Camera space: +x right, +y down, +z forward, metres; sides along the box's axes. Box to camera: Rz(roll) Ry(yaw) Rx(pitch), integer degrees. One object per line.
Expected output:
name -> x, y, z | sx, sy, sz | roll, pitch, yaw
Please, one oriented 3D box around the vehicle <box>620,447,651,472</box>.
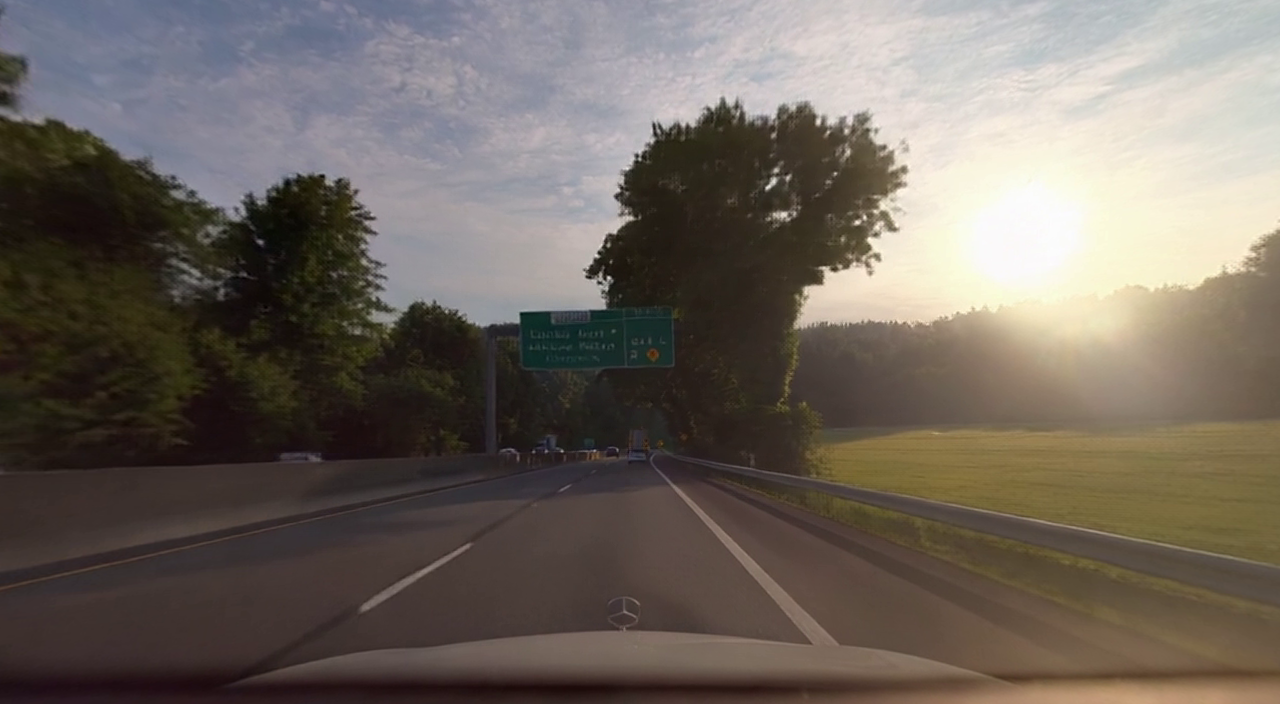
vehicle -> -0.268, 6.669, 39.298 | 1.853, 1.436, 3.438 | 0, -9, -1
